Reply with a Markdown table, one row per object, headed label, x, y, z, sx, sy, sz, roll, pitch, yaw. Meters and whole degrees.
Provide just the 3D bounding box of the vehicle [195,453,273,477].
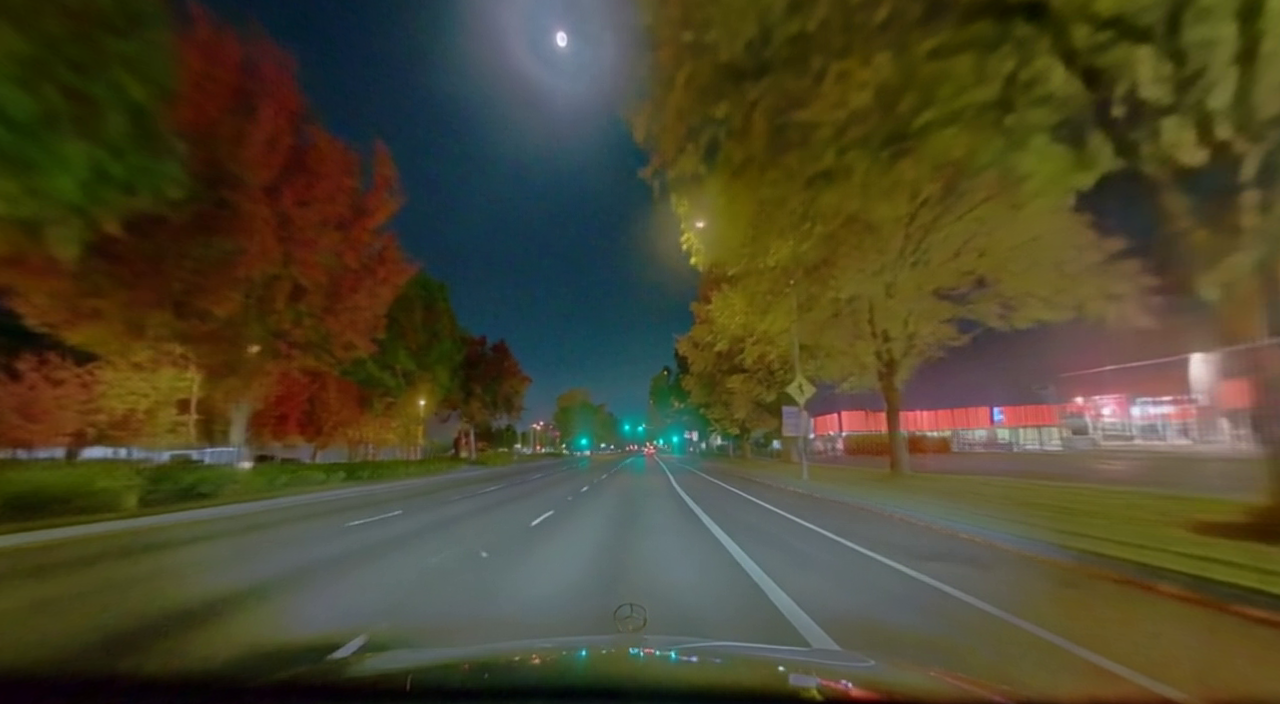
| label | x | y | z | sx | sy | sz | roll | pitch | yaw |
| --- | --- | --- | --- | --- | --- | --- | --- | --- | --- |
| vehicle | -26.593 | 7.399 | 41.508 | 2.007 | 1.430 | 4.583 | 0 | -9 | 1 |
